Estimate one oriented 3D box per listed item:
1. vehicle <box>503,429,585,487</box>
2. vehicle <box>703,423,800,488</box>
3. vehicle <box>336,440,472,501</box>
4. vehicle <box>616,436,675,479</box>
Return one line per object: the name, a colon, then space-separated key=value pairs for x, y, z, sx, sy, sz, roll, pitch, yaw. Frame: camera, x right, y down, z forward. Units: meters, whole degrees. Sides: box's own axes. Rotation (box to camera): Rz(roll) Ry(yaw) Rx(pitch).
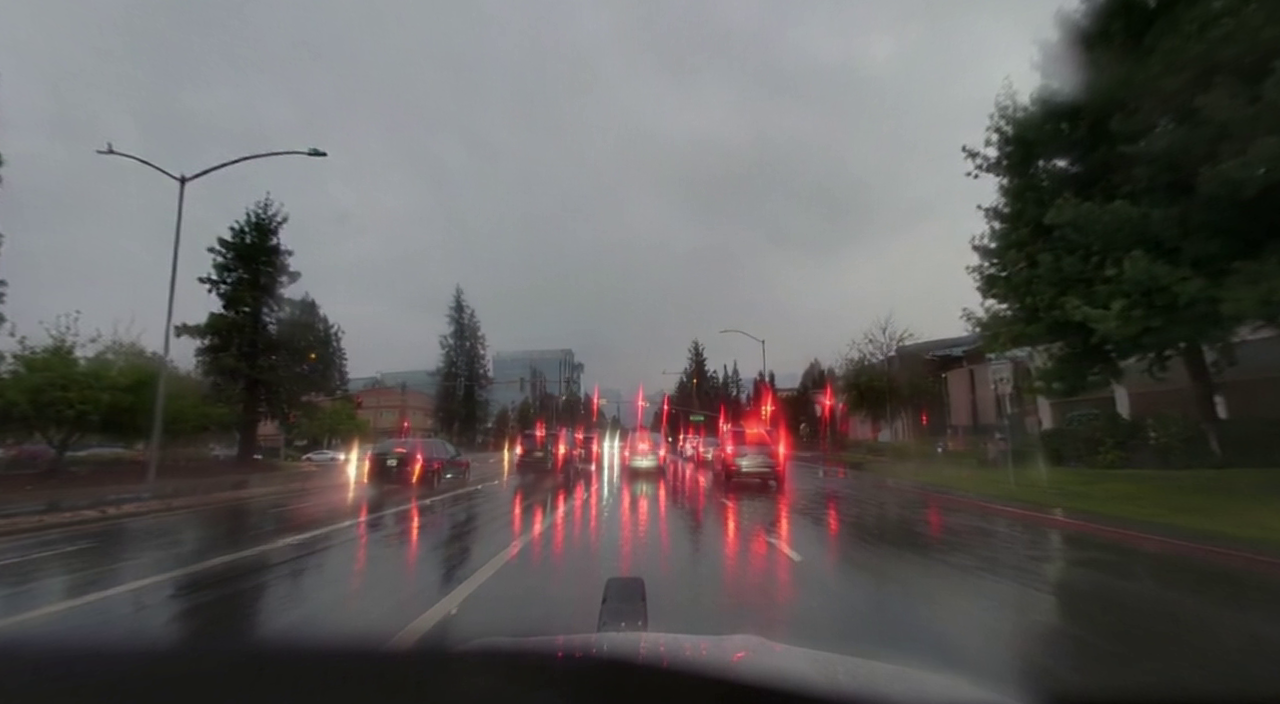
vehicle: x=-3.024 y=3.448 z=20.731 sx=1.912 sy=1.703 sz=4.261 roll=0 pitch=-8 yaw=1
vehicle: x=3.397 y=3.273 z=20.142 sx=2.141 sy=1.833 sz=4.704 roll=0 pitch=-8 yaw=-1
vehicle: x=-6.315 y=3.202 z=17.469 sx=1.926 sy=1.465 sz=4.620 roll=0 pitch=-8 yaw=1
vehicle: x=0.176 y=3.952 z=23.775 sx=2.021 sy=1.461 sz=3.862 roll=0 pitch=-8 yaw=0
